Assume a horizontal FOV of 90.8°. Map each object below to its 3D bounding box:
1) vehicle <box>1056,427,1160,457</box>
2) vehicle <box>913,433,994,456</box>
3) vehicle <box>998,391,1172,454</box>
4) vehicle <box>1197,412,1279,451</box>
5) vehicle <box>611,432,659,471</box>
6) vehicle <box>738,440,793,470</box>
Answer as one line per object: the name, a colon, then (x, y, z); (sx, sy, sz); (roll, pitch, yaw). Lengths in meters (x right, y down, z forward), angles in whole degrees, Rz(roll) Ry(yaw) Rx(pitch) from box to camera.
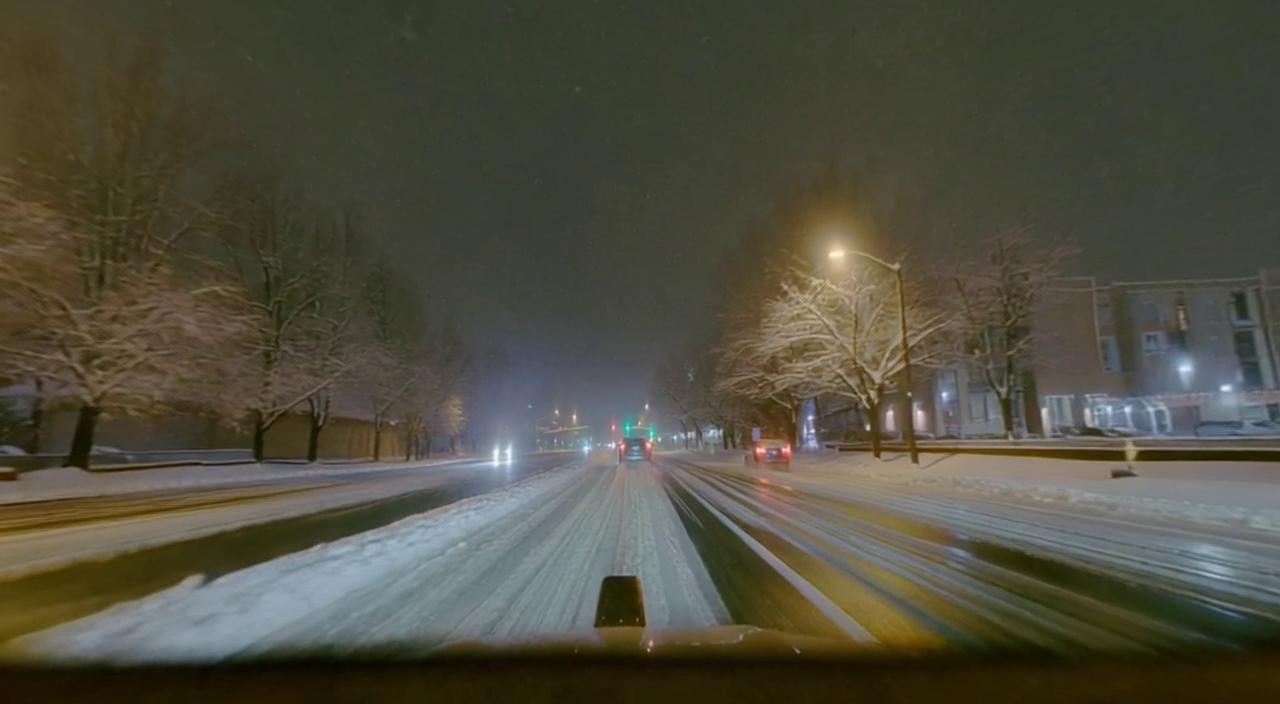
vehicle: (23.325, 4.508, 31.576); (3.651, 1.409, 1.857); (0, -8, 1)
vehicle: (20.837, 6.163, 42.098); (4.249, 1.420, 2.039); (0, -8, -1)
vehicle: (23.936, 3.847, 34.290); (7.258, 3.283, 2.680); (0, -8, 0)
vehicle: (36.596, 4.814, 37.902); (2.004, 2.133, 4.736); (0, -8, 2)
vehicle: (-0.275, 4.931, 31.437); (2.227, 1.794, 4.457); (0, -8, -1)
vehicle: (6.858, 5.673, 35.032); (2.029, 1.548, 4.422); (0, -8, -2)
